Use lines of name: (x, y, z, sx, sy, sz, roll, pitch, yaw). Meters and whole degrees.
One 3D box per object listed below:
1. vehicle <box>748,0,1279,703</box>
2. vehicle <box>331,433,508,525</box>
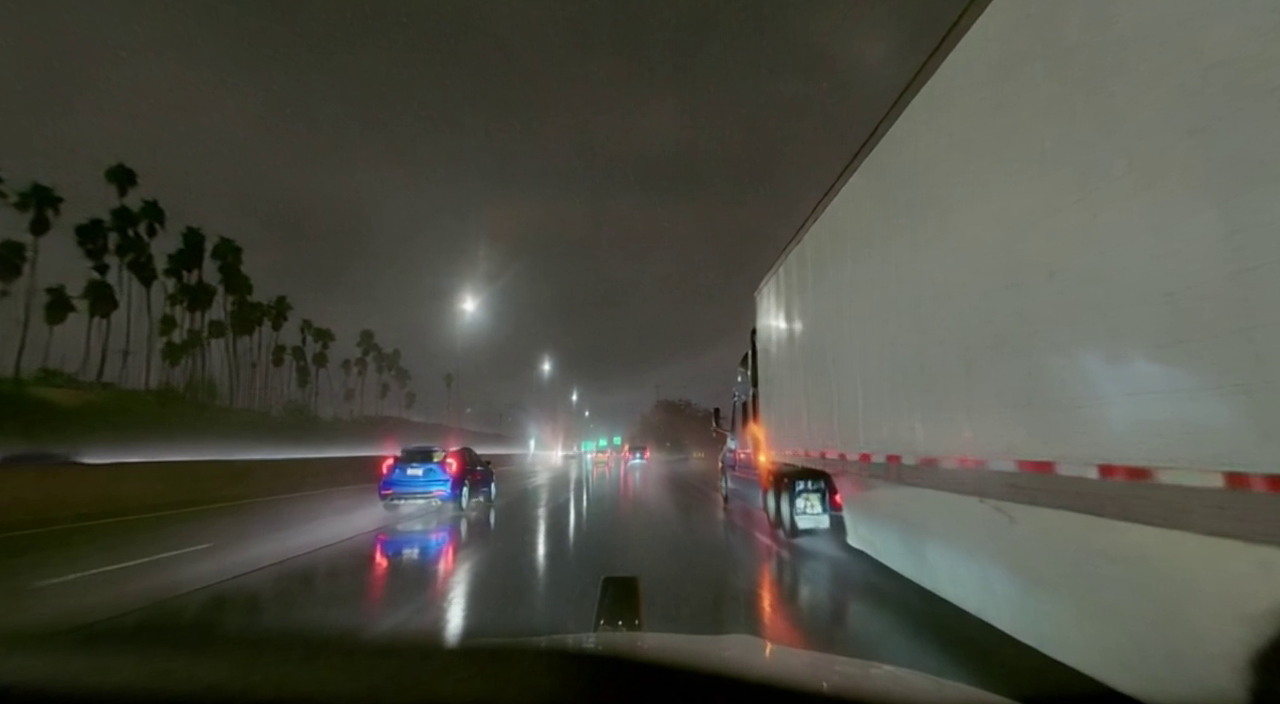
vehicle: (3.587, -0.215, 3.507, 2.891, 4.123, 16.415, 0, -8, -1)
vehicle: (-4.187, 2.470, 12.820, 2.120, 1.537, 4.139, 0, -8, -1)
